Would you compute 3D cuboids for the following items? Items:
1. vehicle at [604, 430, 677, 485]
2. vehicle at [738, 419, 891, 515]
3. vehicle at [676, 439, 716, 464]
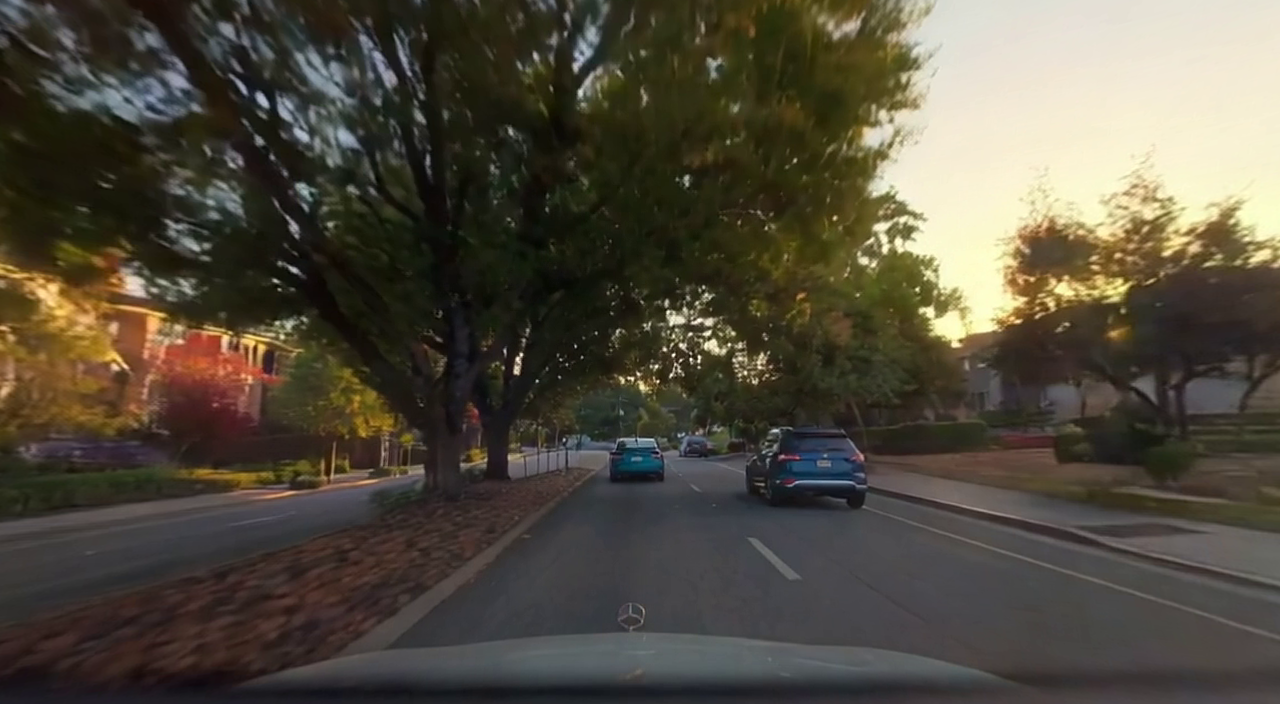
[{"bbox_3d":[0.026,3.520,21.271,2.200,1.653,4.127,0,-8,1],"label":"vehicle"},{"bbox_3d":[3.486,2.409,13.649,2.024,1.711,4.512,0,-8,0],"label":"vehicle"},{"bbox_3d":[3.409,6.224,39.406,2.099,1.463,4.130,0,-8,0],"label":"vehicle"}]
